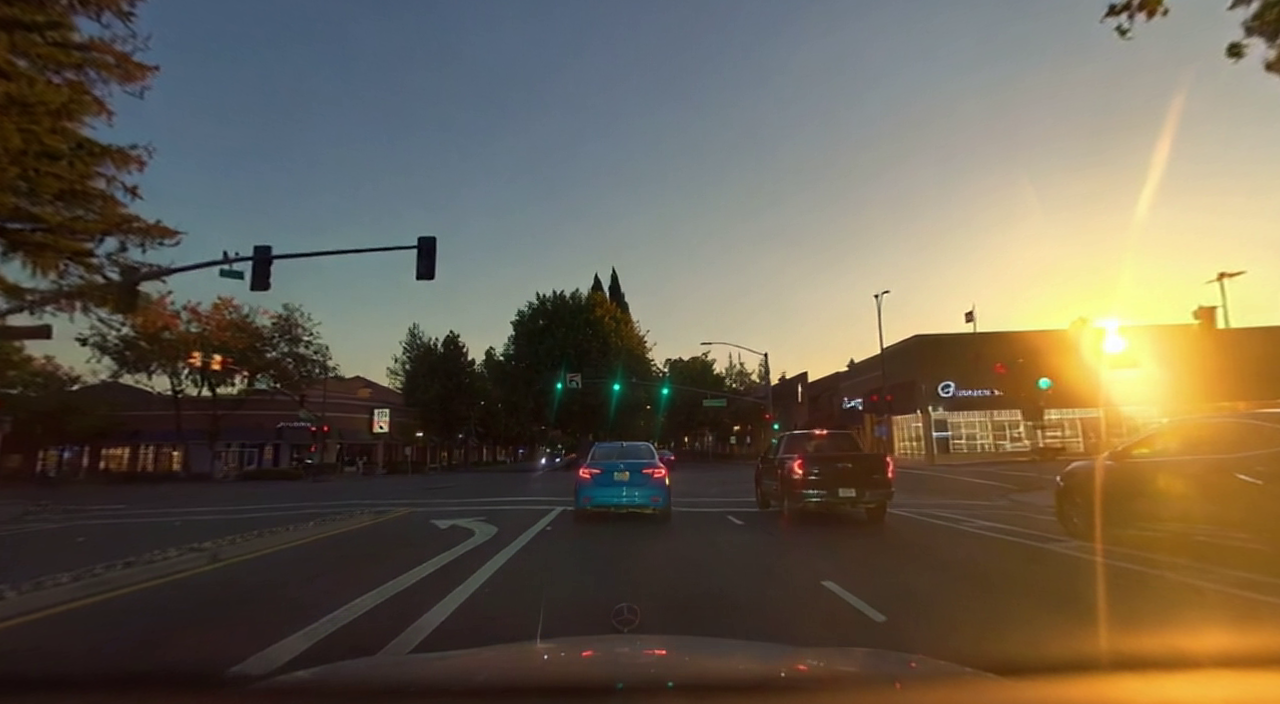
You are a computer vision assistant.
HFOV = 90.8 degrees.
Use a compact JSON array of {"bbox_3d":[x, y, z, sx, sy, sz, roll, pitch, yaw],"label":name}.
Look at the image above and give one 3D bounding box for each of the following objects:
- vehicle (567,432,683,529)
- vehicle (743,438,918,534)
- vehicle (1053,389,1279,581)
[{"bbox_3d":[-0.285,2.534,12.980,2.037,1.674,3.693,0,-8,-1],"label":"vehicle"},{"bbox_3d":[3.506,2.534,12.707,1.955,1.550,4.587,0,-8,-2],"label":"vehicle"},{"bbox_3d":[7.580,1.411,6.850,2.240,1.923,5.678,0,-8,-1],"label":"vehicle"}]
